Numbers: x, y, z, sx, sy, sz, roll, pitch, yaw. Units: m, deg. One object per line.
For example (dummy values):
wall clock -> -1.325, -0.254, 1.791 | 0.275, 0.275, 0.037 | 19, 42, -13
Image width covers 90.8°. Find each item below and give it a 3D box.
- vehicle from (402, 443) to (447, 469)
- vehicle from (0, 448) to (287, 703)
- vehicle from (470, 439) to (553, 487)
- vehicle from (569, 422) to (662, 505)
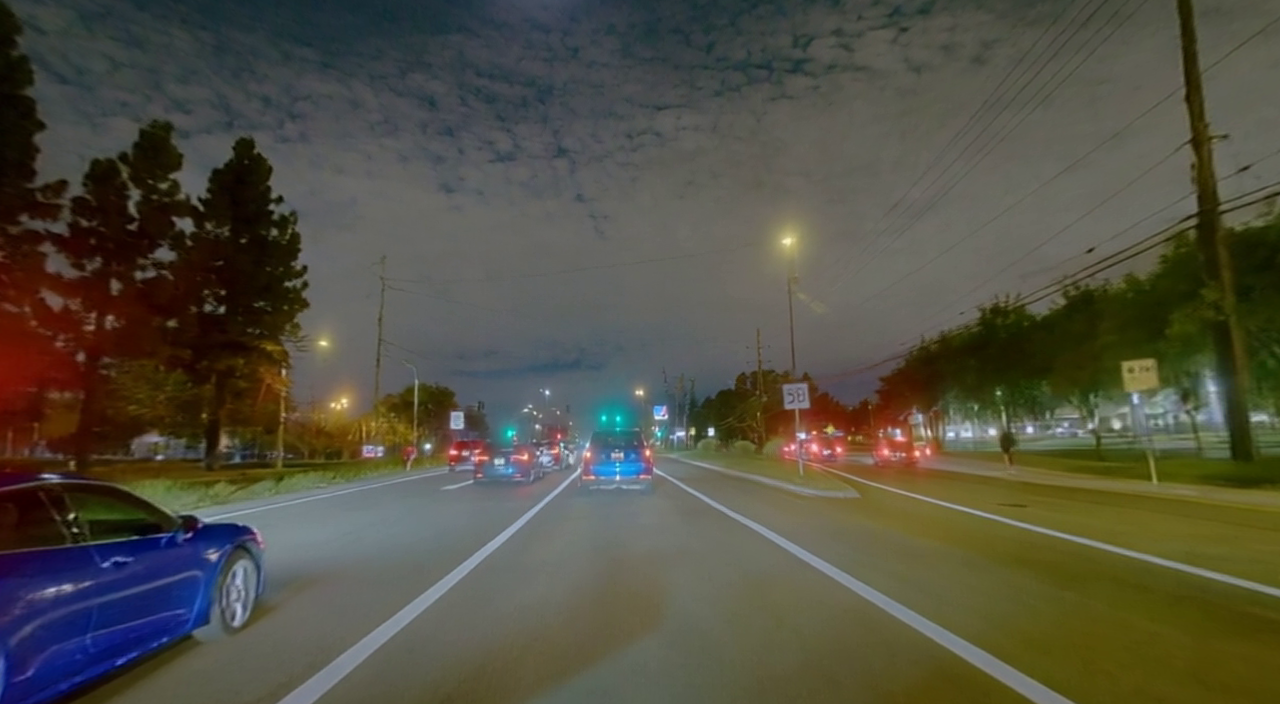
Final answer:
vehicle -> -15.846, 7.634, 46.765 | 1.785, 1.745, 4.405 | 0, -8, 0
vehicle -> -3.654, 1.066, 2.598 | 1.865, 1.314, 4.461 | 0, -8, 0
vehicle -> -4.396, 3.866, 22.327 | 2.087, 1.485, 4.452 | 0, -8, -1
vehicle -> -0.583, 2.708, 15.716 | 2.012, 1.769, 3.897 | 0, -9, -2
